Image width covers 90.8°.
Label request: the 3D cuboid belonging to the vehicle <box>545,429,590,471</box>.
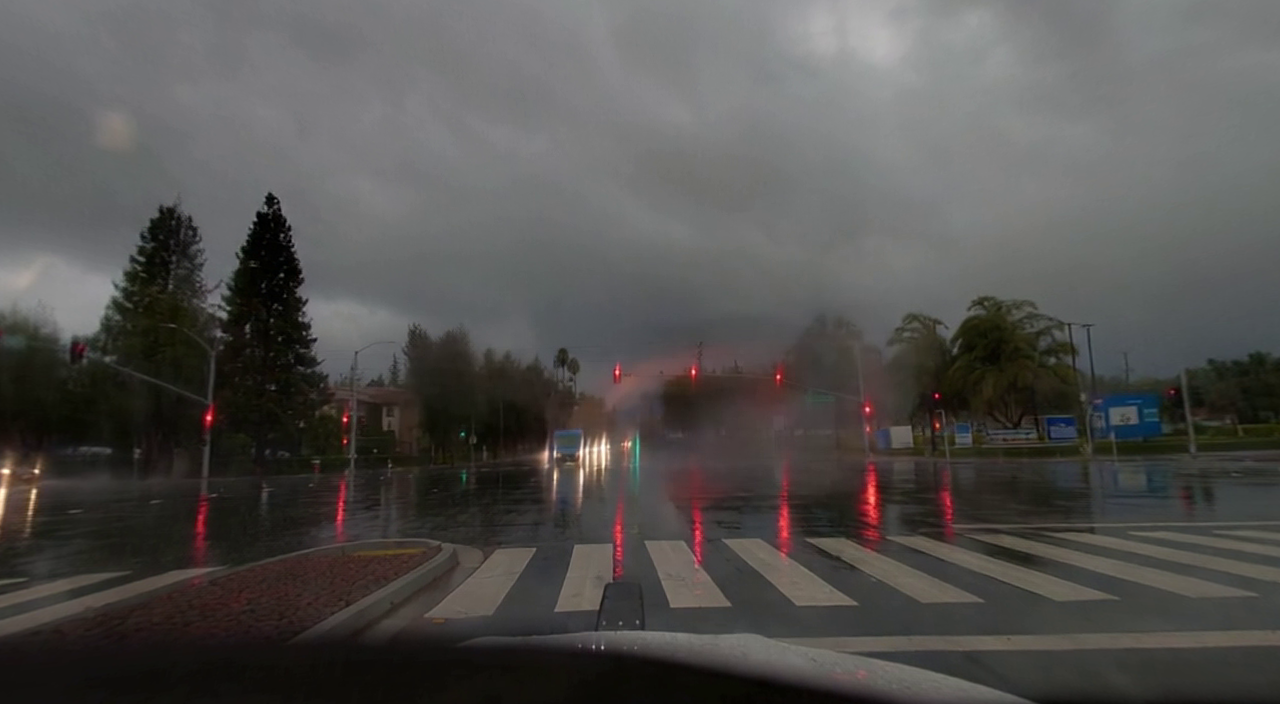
[{"bbox_3d":[-4.425,6.100,39.493,2.465,2.404,5.791,0,-8,-3],"label":"vehicle"}]
